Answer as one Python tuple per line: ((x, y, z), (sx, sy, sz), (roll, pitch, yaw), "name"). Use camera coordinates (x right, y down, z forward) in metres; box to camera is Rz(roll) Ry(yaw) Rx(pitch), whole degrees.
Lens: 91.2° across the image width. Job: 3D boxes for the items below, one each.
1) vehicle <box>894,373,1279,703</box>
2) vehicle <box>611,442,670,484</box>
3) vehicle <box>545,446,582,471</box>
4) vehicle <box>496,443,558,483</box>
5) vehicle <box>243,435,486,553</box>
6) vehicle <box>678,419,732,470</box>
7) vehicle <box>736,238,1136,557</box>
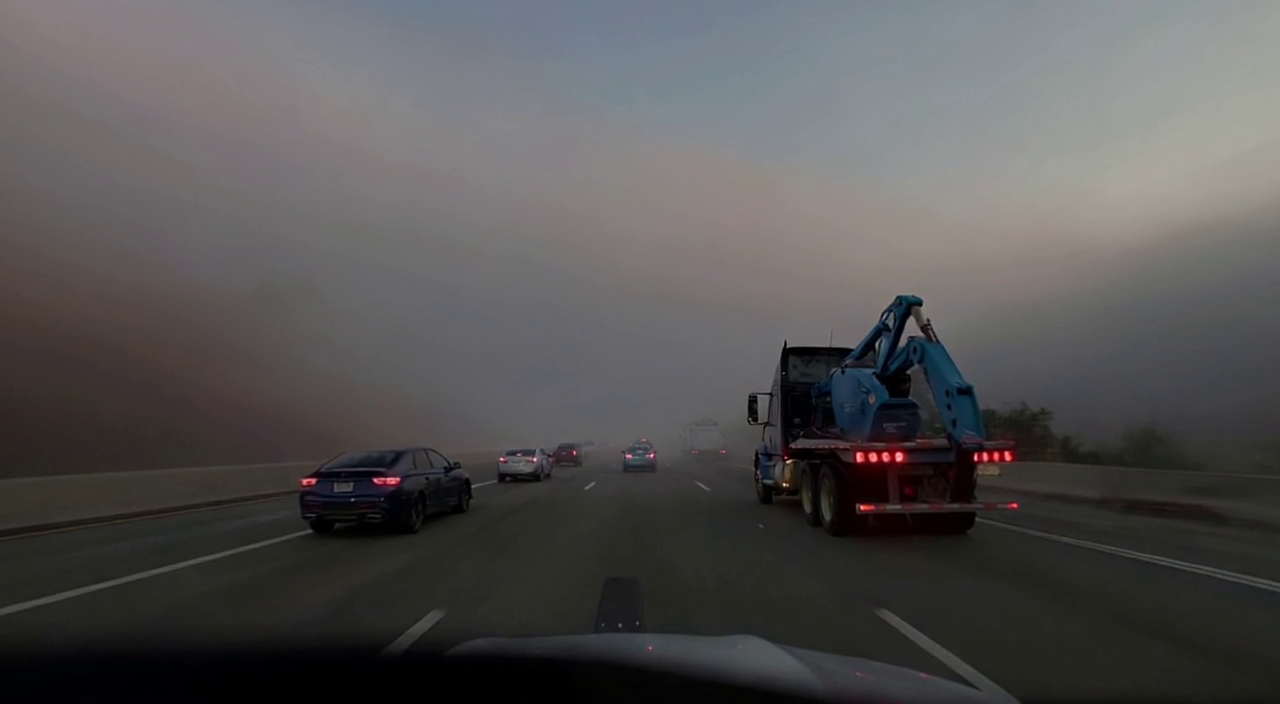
((4.083, 1.088, 3.883), (2.599, 1.631, 5.693), (0, -9, 0), "vehicle")
((-0.039, 4.303, 24.583), (2.150, 1.498, 3.988), (0, -9, -2), "vehicle")
((-4.819, 6.766, 39.979), (1.924, 1.481, 4.264), (0, -9, -1), "vehicle")
((-4.600, 4.589, 26.110), (1.858, 1.527, 3.974), (0, -9, 0), "vehicle")
((-4.181, 2.219, 10.577), (1.880, 1.507, 4.757), (0, -9, 1), "vehicle")
((3.868, 5.732, 38.853), (2.416, 2.829, 7.016), (0, -9, -1), "vehicle")
((3.926, 1.098, 11.308), (2.975, 3.618, 8.456), (0, -9, 0), "vehicle")
